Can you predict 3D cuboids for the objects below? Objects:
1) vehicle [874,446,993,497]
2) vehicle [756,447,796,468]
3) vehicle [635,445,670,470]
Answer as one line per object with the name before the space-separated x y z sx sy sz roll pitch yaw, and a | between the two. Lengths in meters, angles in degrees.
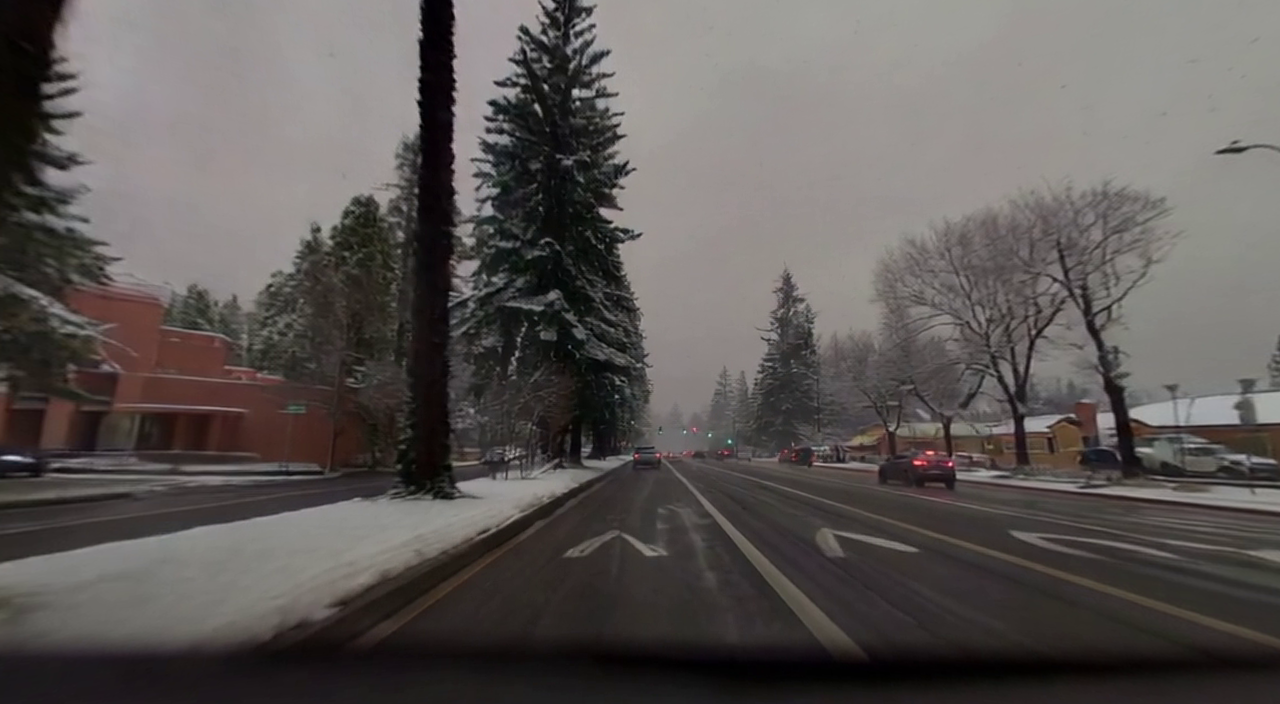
vehicle | 9.491 3.865 20.839 2.020 1.472 3.958 0 -8 0
vehicle | 9.934 7.734 46.495 1.888 1.472 4.350 0 -8 -1
vehicle | 0.728 6.556 39.367 2.077 1.477 3.897 0 -8 0
